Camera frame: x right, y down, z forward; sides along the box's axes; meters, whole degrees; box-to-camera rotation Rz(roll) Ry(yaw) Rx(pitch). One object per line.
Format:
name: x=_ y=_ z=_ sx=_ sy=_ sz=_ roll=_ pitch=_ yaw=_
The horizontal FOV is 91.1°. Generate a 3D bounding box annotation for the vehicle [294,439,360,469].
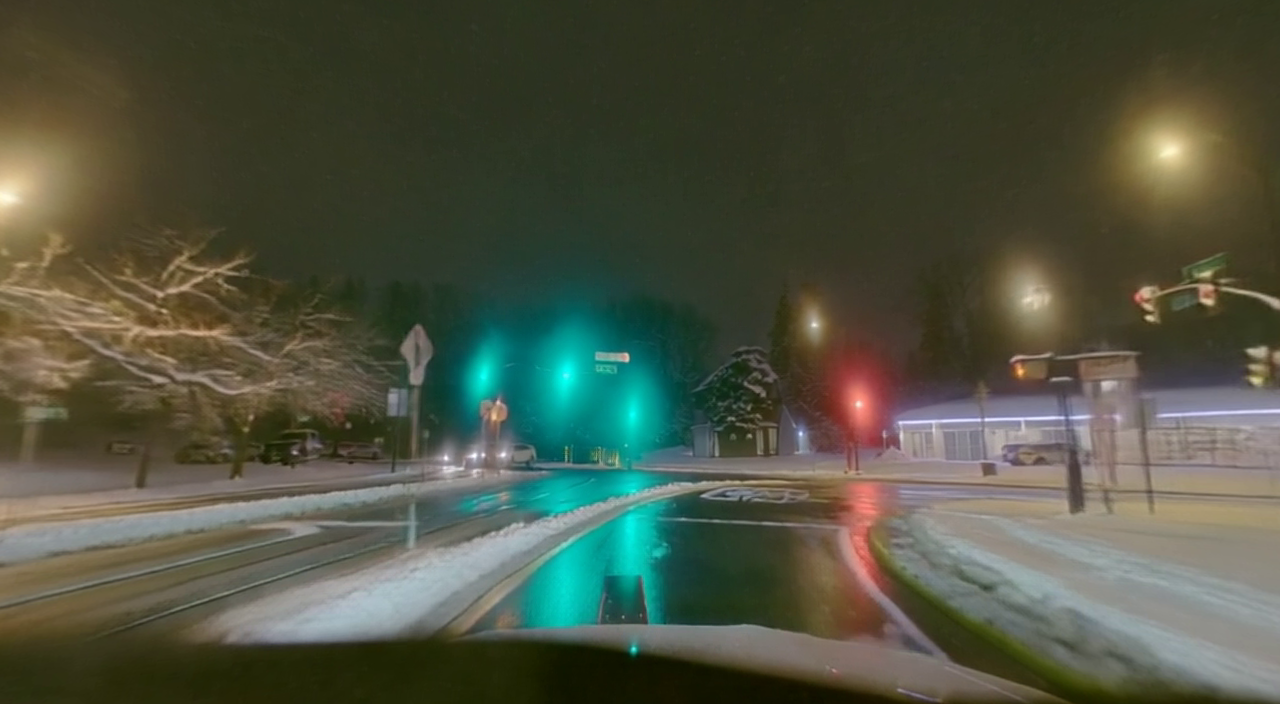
vehicle: x=-15.852 y=5.176 z=32.020 sx=1.789 sy=1.399 sz=4.236 roll=2 pitch=-8 yaw=-10

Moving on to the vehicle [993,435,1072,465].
vehicle: x=27.228 y=6.816 z=43.690 sx=4.474 sy=1.956 sz=2.263 roll=-5 pitch=-10 yaw=31

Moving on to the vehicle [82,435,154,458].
vehicle: x=-38.251 y=6.955 z=46.159 sx=2.002 sy=1.603 sz=4.547 roll=2 pitch=-8 yaw=-10

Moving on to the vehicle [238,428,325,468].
vehicle: x=-18.942 y=5.104 z=33.495 sx=2.337 sy=1.934 sz=4.843 roll=1 pitch=-8 yaw=-9

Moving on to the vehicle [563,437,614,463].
vehicle: x=-4.032 y=7.782 z=49.860 sx=2.072 sy=1.922 sz=4.112 roll=-5 pitch=-10 yaw=31

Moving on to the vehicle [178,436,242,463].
vehicle: x=-25.282 y=5.724 z=37.008 sx=1.771 sy=1.510 sz=3.545 roll=2 pitch=-8 yaw=-11
